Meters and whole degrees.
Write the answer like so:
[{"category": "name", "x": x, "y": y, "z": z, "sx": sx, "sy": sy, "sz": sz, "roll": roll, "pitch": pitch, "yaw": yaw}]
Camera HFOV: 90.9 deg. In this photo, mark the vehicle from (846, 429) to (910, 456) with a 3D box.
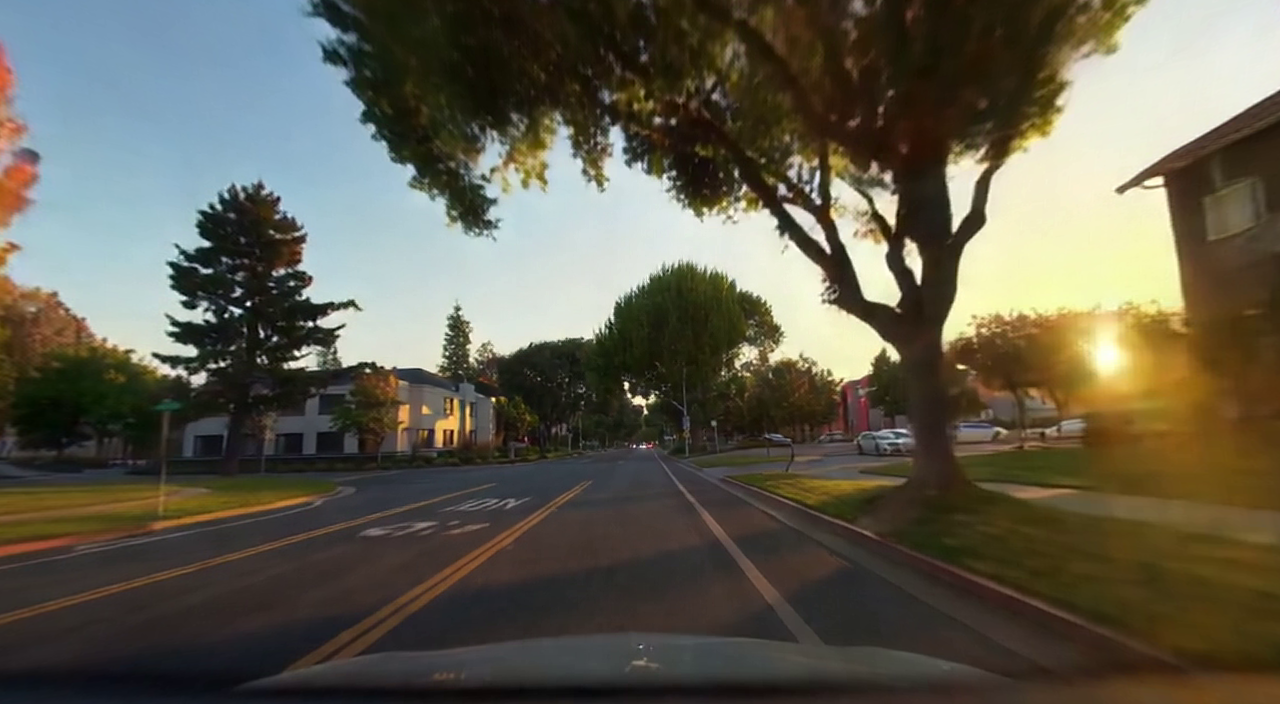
[{"category": "vehicle", "x": 13.756, "y": 5.274, "z": 36.723, "sx": 1.927, "sy": 1.464, "sz": 4.644, "roll": 0, "pitch": -8, "yaw": 0}]
